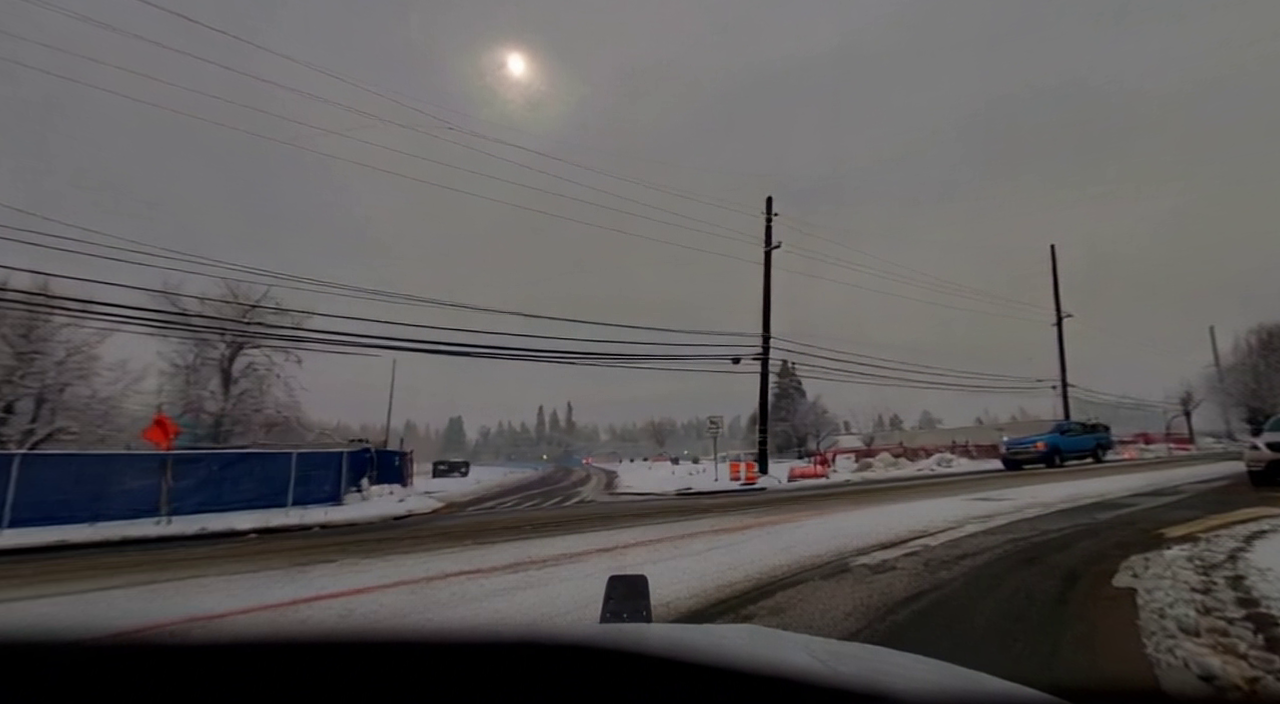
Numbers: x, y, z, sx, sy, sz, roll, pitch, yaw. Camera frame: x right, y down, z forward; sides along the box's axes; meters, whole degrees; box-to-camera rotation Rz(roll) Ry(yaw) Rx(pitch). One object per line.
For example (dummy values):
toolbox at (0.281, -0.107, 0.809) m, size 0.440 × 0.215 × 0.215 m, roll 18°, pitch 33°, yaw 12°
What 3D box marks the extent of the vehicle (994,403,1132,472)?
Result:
vehicle at (22.190, 4.525, 32.888) m, size 8.300 × 3.218 × 2.790 m, roll 6°, pitch -12°, yaw -34°
